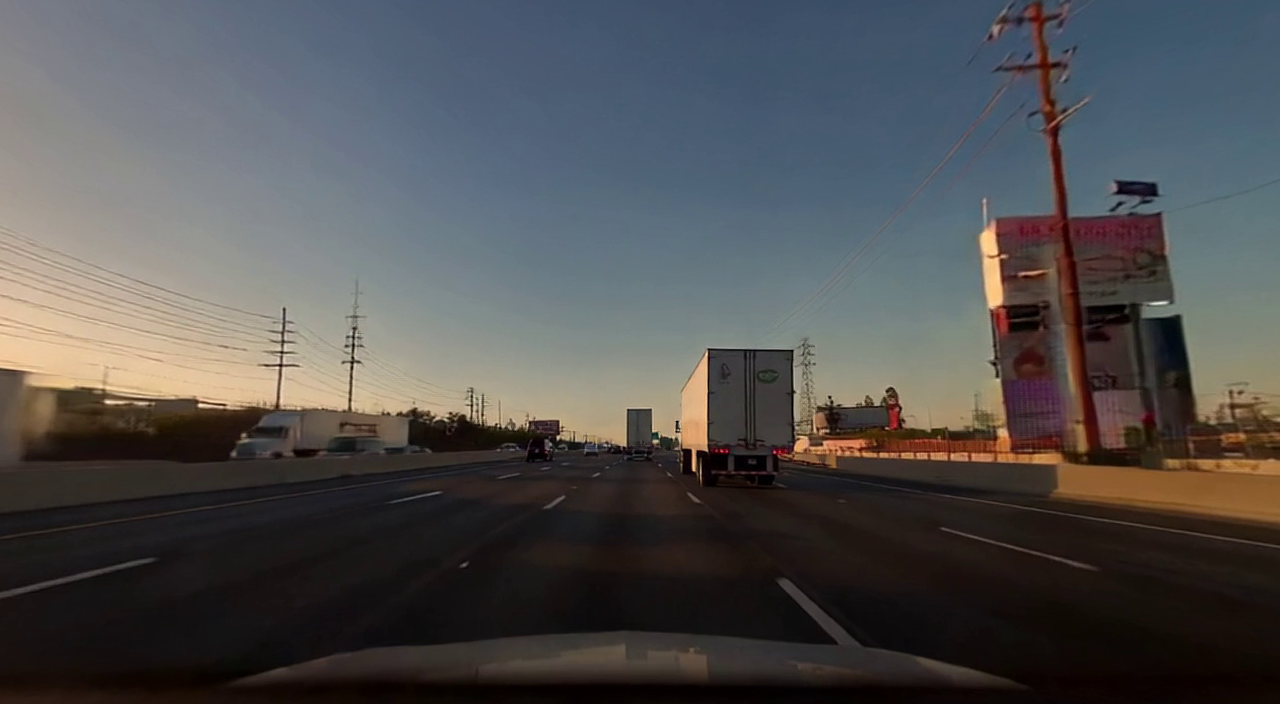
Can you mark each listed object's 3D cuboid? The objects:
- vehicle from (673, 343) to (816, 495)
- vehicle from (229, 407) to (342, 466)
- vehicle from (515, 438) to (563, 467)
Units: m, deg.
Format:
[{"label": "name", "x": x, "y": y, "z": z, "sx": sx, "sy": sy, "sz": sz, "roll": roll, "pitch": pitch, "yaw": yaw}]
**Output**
[{"label": "vehicle", "x": 3.274, "y": 3.059, "z": 25.692, "sx": 2.892, "sy": 4.152, "sz": 16.575, "roll": 0, "pitch": -9, "yaw": 0}, {"label": "vehicle", "x": -24.720, "y": 6.040, "z": 44.750, "sx": 3.057, "sy": 3.802, "sz": 8.100, "roll": 0, "pitch": -9, "yaw": 1}, {"label": "vehicle", "x": -7.191, "y": 7.276, "z": 45.844, "sx": 2.425, "sy": 1.917, "sz": 5.647, "roll": 0, "pitch": -9, "yaw": 2}]
